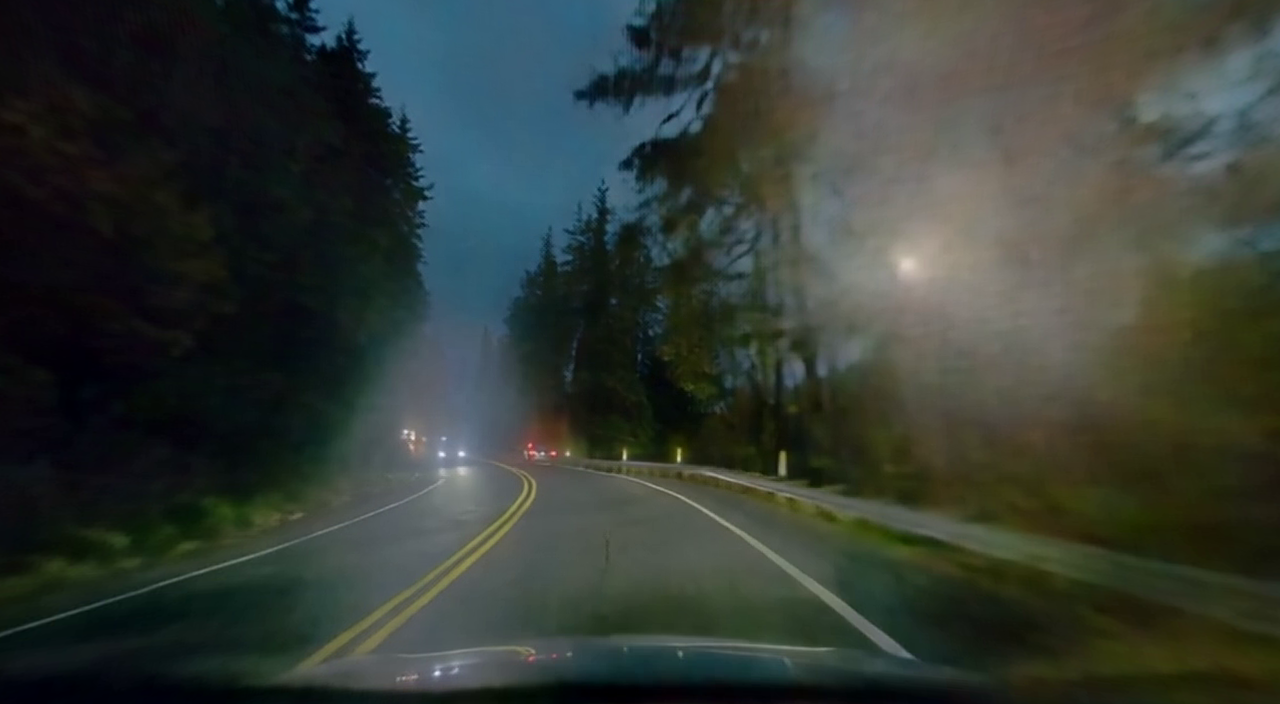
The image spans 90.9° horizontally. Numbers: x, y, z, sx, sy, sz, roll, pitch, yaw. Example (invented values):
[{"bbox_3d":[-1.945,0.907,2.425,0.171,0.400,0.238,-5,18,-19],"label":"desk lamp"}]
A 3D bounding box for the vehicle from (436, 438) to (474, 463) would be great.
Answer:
[{"bbox_3d":[-12.705,6.703,43.126,2.167,1.602,4.548,3,-9,-20],"label":"vehicle"}]

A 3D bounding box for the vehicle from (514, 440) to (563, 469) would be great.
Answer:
[{"bbox_3d":[-5.783,5.756,35.480,2.120,1.491,4.349,3,-9,-16],"label":"vehicle"}]
